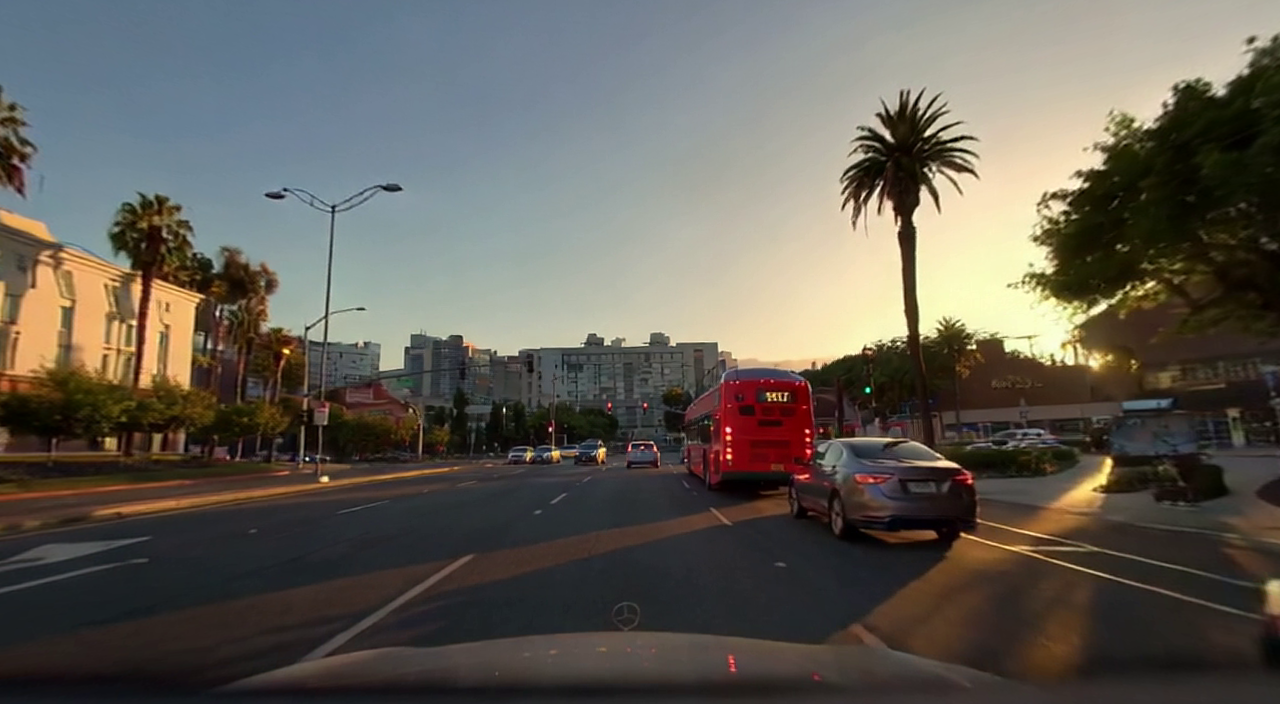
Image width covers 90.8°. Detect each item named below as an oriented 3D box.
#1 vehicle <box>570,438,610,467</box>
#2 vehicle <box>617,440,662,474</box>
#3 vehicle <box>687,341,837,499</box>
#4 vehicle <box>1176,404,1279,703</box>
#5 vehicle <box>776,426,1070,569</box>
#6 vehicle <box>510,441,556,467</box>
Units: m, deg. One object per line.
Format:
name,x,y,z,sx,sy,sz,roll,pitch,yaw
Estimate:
vehicle,-3.125,6.376,40.324,2.020,1.721,4.366,0,-9,2
vehicle,0.008,5.043,30.446,2.060,1.499,3.831,0,-9,1
vehicle,3.594,2.719,22.944,2.970,4.015,13.606,0,-9,1
vehicle,3.348,0.640,0.333,2.063,1.483,4.620,0,-9,0
vehicle,3.613,1.951,9.409,1.965,1.519,5.078,0,-9,-1
vehicle,-6.728,6.467,40.207,1.927,1.480,4.832,-1,-9,2
